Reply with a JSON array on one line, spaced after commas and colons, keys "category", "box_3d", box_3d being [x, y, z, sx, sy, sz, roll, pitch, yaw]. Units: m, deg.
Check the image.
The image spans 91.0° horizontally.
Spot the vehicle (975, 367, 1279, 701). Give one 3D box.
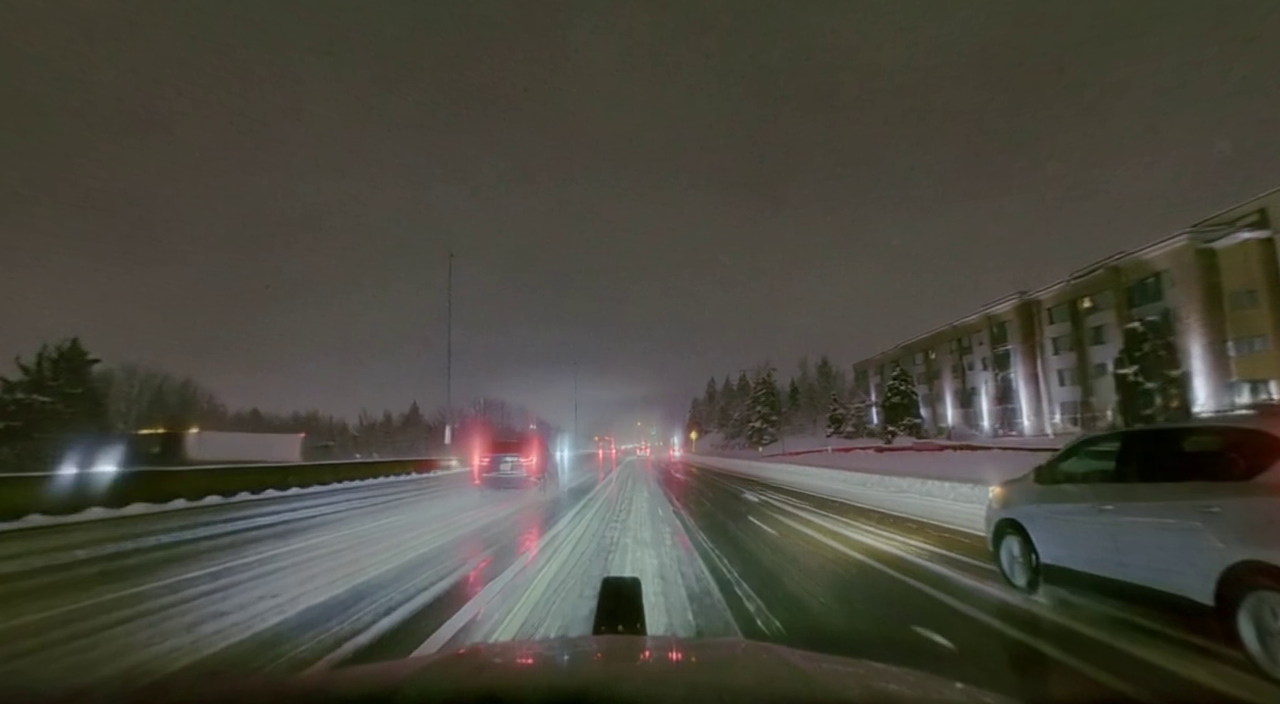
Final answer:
[{"category": "vehicle", "box_3d": [4.433, 1.033, 3.844, 2.170, 1.733, 4.631, 0, -9, 0]}]

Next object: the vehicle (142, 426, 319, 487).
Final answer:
[{"category": "vehicle", "box_3d": [-31.104, 8.107, 49.649, 2.891, 3.951, 16.525, 0, -9, 0]}]

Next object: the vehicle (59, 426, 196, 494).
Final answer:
[{"category": "vehicle", "box_3d": [-31.076, 6.554, 38.592, 3.060, 3.727, 5.991, 0, -9, 1]}]

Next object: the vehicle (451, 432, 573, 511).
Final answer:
[{"category": "vehicle", "box_3d": [-3.107, 3.025, 16.443, 2.075, 1.721, 4.763, 0, -9, 1]}]
